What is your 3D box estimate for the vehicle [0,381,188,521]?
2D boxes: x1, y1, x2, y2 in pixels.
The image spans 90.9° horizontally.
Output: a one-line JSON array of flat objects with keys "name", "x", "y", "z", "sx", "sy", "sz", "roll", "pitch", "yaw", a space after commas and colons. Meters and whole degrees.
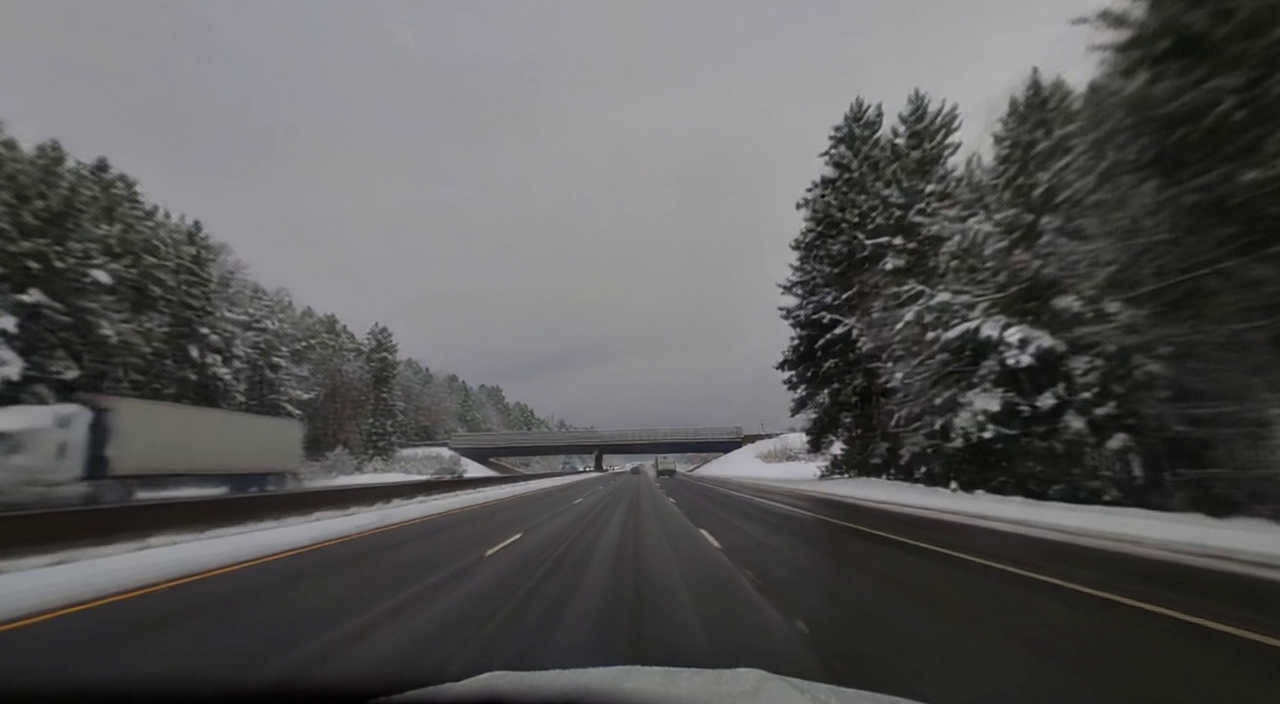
[{"name": "vehicle", "x": -20.551, "y": 3.399, "z": 21.365, "sx": 2.936, "sy": 4.096, "sz": 9.901, "roll": 1, "pitch": -10, "yaw": 0}]

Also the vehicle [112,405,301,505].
[{"name": "vehicle", "x": -20.587, "y": 5.120, "z": 30.913, "sx": 2.898, "sy": 4.126, "sz": 8.607, "roll": 1, "pitch": -10, "yaw": 0}]
